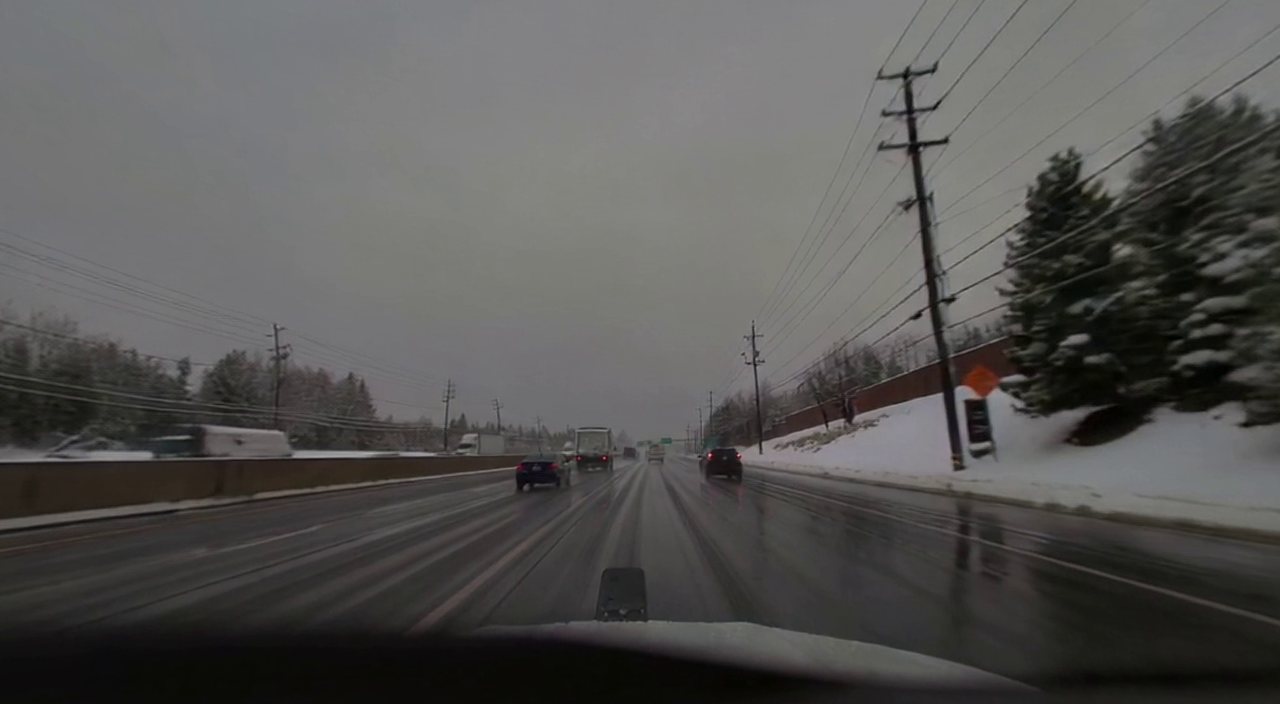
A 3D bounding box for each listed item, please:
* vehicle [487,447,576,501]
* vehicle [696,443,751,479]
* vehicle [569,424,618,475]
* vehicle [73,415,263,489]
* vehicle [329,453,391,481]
[{"bbox_3d":[-3.250,3.741,19.719,2.004,1.498,4.043,0,-9,1],"label":"vehicle"},{"bbox_3d":[4.427,5.872,34.171,2.214,1.799,4.627,0,-9,-1],"label":"vehicle"},{"bbox_3d":[-3.048,6.622,42.965,2.632,3.153,6.879,0,-9,2],"label":"vehicle"},{"bbox_3d":[-23.640,5.150,32.471,2.705,3.261,8.898,0,-9,1],"label":"vehicle"},{"bbox_3d":[-15.196,6.247,34.383,1.696,1.417,3.621,0,-9,1],"label":"vehicle"}]
